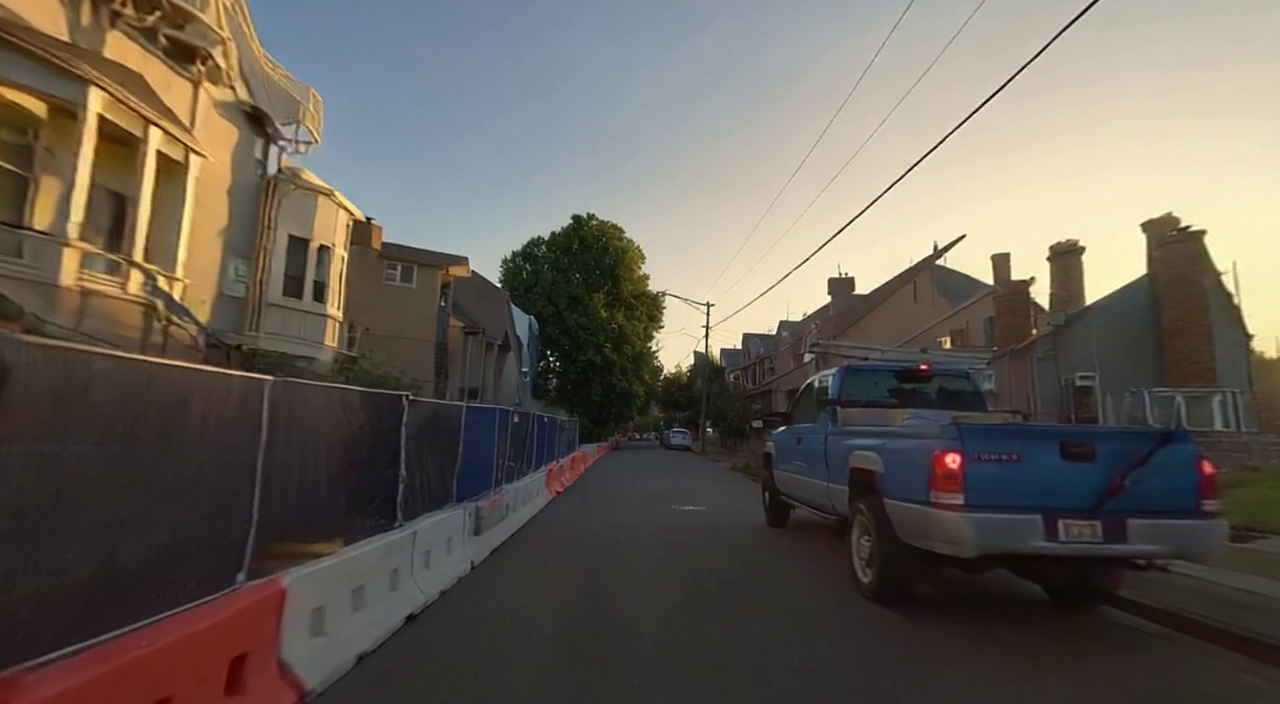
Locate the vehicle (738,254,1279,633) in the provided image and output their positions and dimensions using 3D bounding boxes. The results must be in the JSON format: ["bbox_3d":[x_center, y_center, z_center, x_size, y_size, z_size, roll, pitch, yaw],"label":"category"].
[{"bbox_3d":[3.250,1.033,7.793,2.879,2.801,6.142,0,-7,-2],"label":"vehicle"}]

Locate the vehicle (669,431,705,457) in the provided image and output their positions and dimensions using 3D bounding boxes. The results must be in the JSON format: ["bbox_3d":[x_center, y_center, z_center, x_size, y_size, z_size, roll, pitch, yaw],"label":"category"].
[{"bbox_3d":[3.267,6.416,44.258,2.066,1.739,4.234,0,-7,-2],"label":"vehicle"}]
